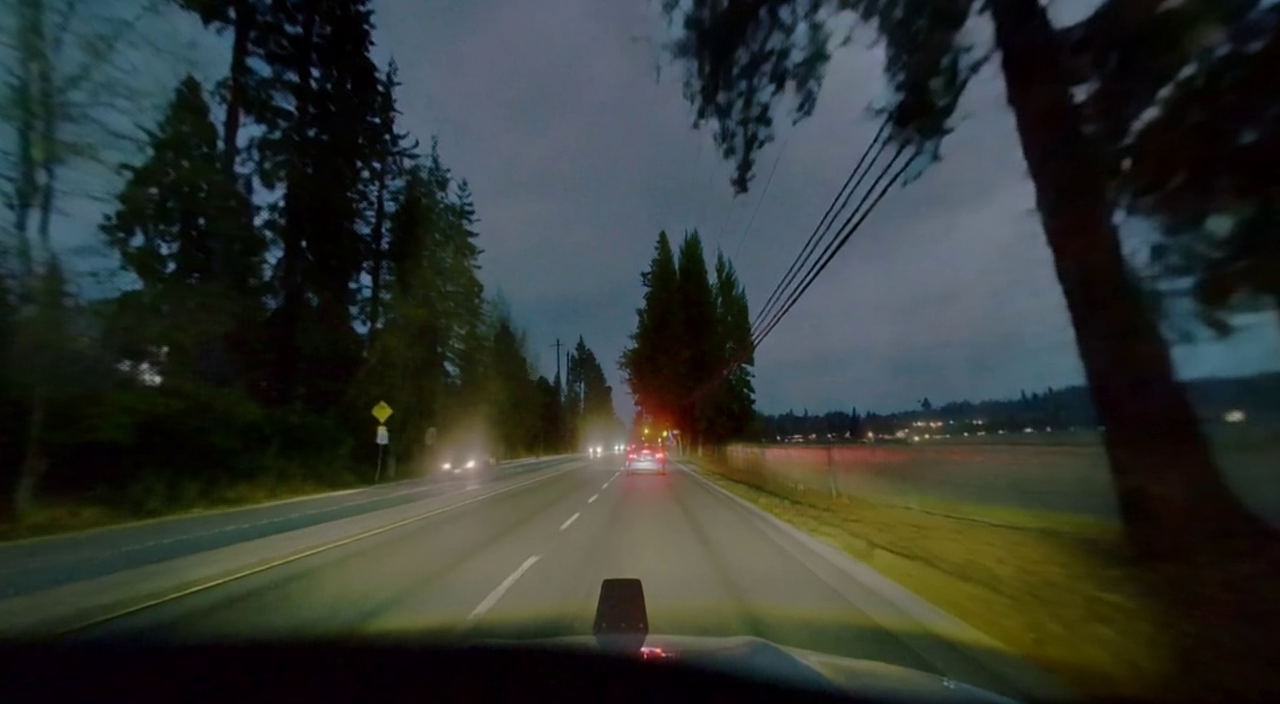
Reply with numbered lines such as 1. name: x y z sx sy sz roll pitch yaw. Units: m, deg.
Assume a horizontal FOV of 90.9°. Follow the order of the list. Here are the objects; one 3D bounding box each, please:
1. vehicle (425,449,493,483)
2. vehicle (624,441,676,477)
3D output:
1. vehicle: -8.894 5.633 31.361 2.061 1.516 4.121 -1 -9 1
2. vehicle: 0.460 4.835 28.719 2.153 1.461 4.374 -1 -9 1
